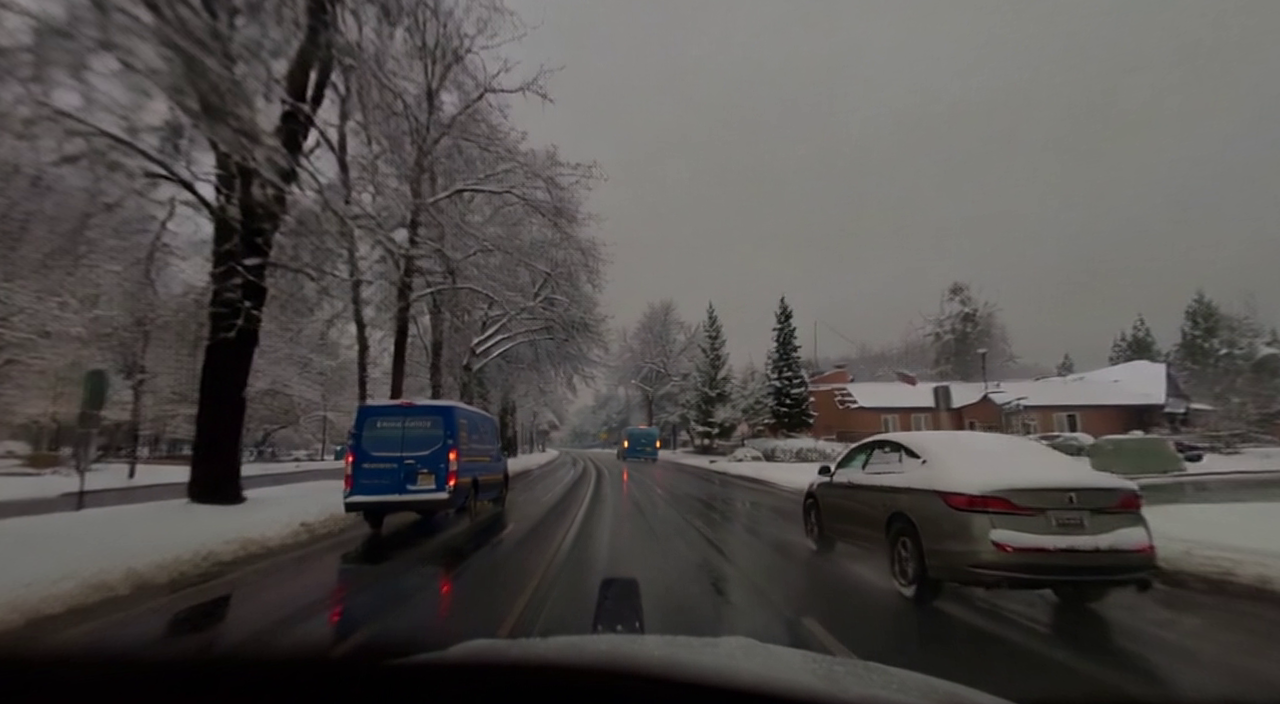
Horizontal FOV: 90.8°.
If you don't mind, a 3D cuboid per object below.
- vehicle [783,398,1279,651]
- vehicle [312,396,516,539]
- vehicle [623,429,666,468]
[{"bbox_3d":[3.172,1.489,6.586,2.087,1.658,4.612,0,-9,-2],"label":"vehicle"},{"bbox_3d":[-3.982,2.143,12.250,2.420,2.227,4.499,0,-9,-2],"label":"vehicle"},{"bbox_3d":[0.219,6.839,44.738,2.397,2.566,5.324,1,-9,-6],"label":"vehicle"}]
